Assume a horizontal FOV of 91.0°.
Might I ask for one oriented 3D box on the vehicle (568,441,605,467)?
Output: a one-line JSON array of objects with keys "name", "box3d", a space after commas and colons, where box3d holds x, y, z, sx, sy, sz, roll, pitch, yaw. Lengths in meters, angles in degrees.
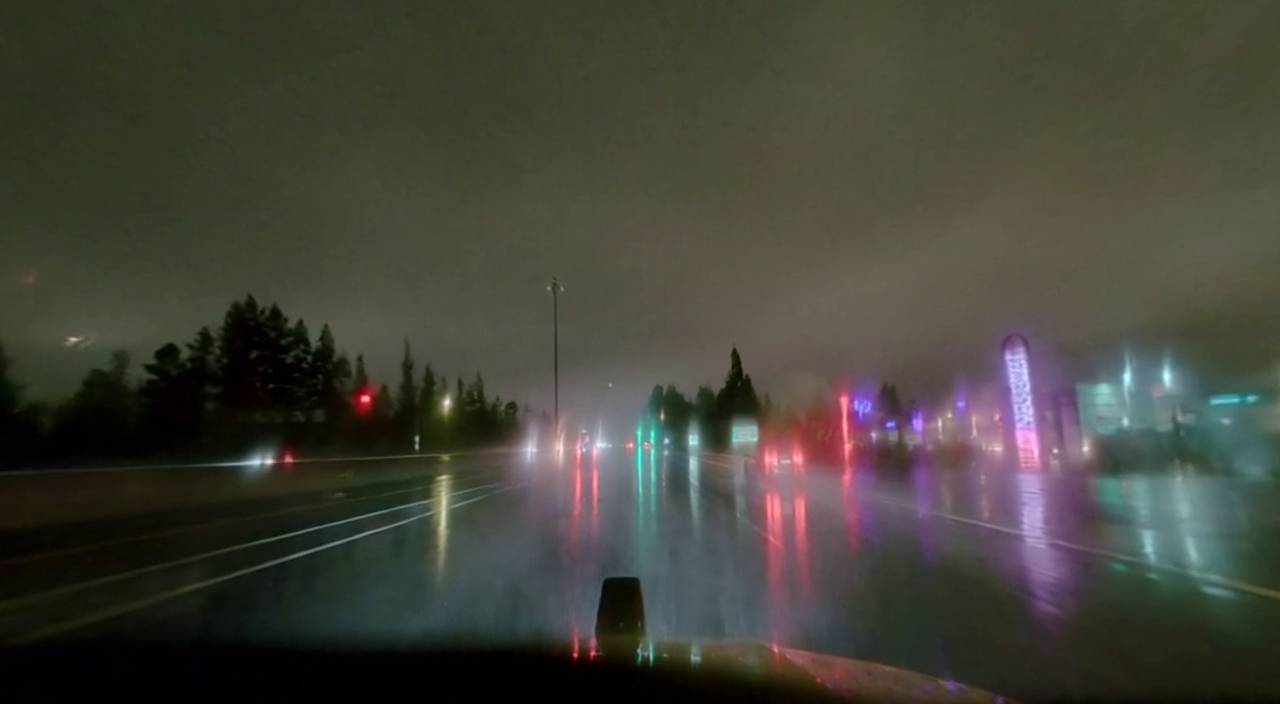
[{"name": "vehicle", "box3d": [-3.374, 6.557, 40.494, 2.015, 1.557, 4.229, 0, -9, 1]}]
